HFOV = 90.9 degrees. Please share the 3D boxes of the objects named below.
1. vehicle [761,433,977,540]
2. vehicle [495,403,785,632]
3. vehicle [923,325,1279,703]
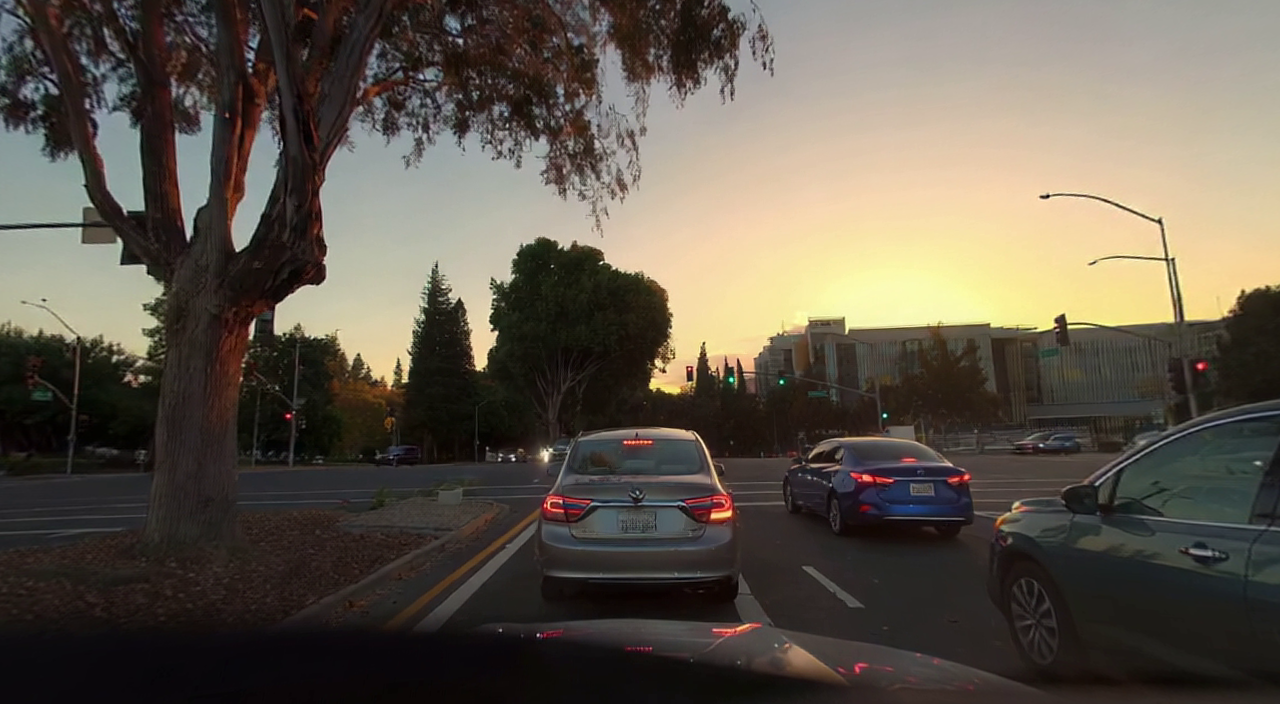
[{"bbox_3d":[3.696,2.258,11.299,2.054,1.482,4.654,0,-9,-1],"label":"vehicle"},{"bbox_3d":[-0.014,1.477,6.504,2.074,1.631,3.793,0,-9,0],"label":"vehicle"},{"bbox_3d":[3.725,0.934,3.422,2.162,1.829,4.519,0,-9,-1],"label":"vehicle"}]
